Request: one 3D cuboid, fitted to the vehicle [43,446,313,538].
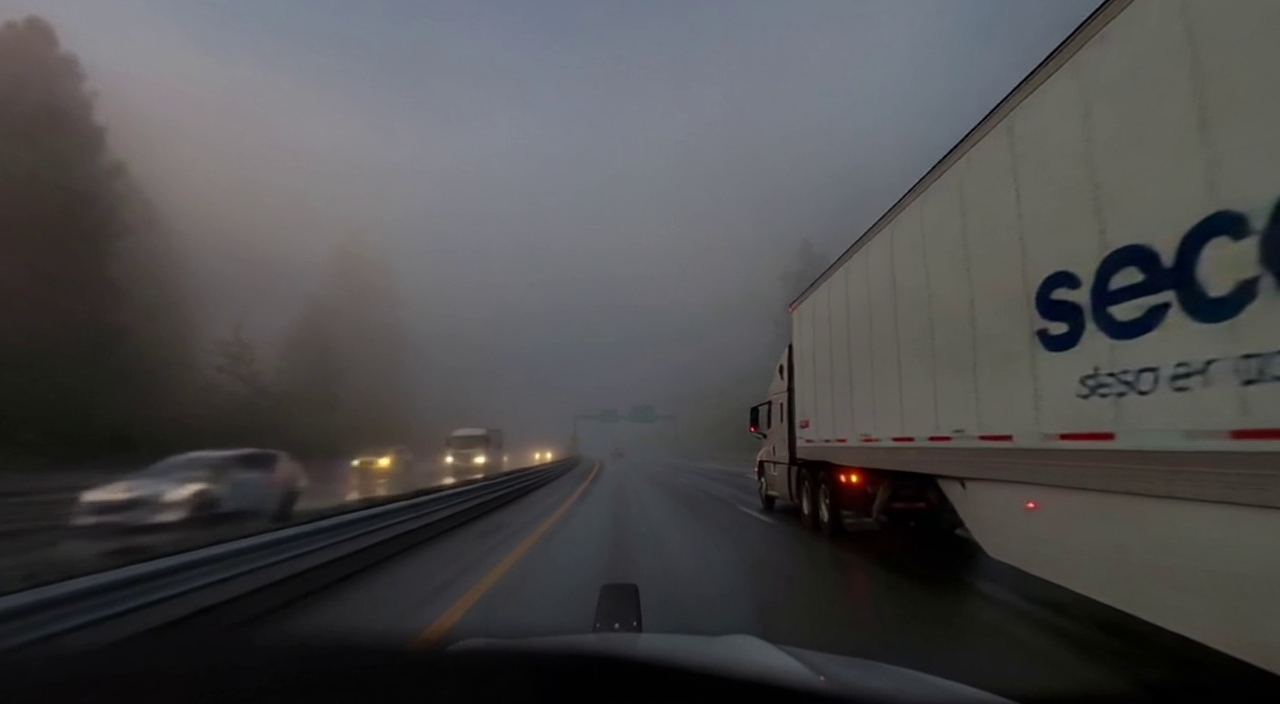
[{"bbox_3d":[-9.099,2.751,13.061,2.095,1.529,4.706,0,-9,-1],"label":"vehicle"}]

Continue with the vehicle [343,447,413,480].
[{"bbox_3d":[-13.775,5.868,33.189,1.957,1.613,4.051,0,-9,0],"label":"vehicle"}]

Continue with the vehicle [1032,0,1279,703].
[{"bbox_3d":[4.519,-0.658,0.495,2.892,3.928,8.380,1,-9,0],"label":"vehicle"}]

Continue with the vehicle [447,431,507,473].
[{"bbox_3d":[-10.587,6.555,41.367,2.491,2.522,5.985,0,-9,-2],"label":"vehicle"}]
